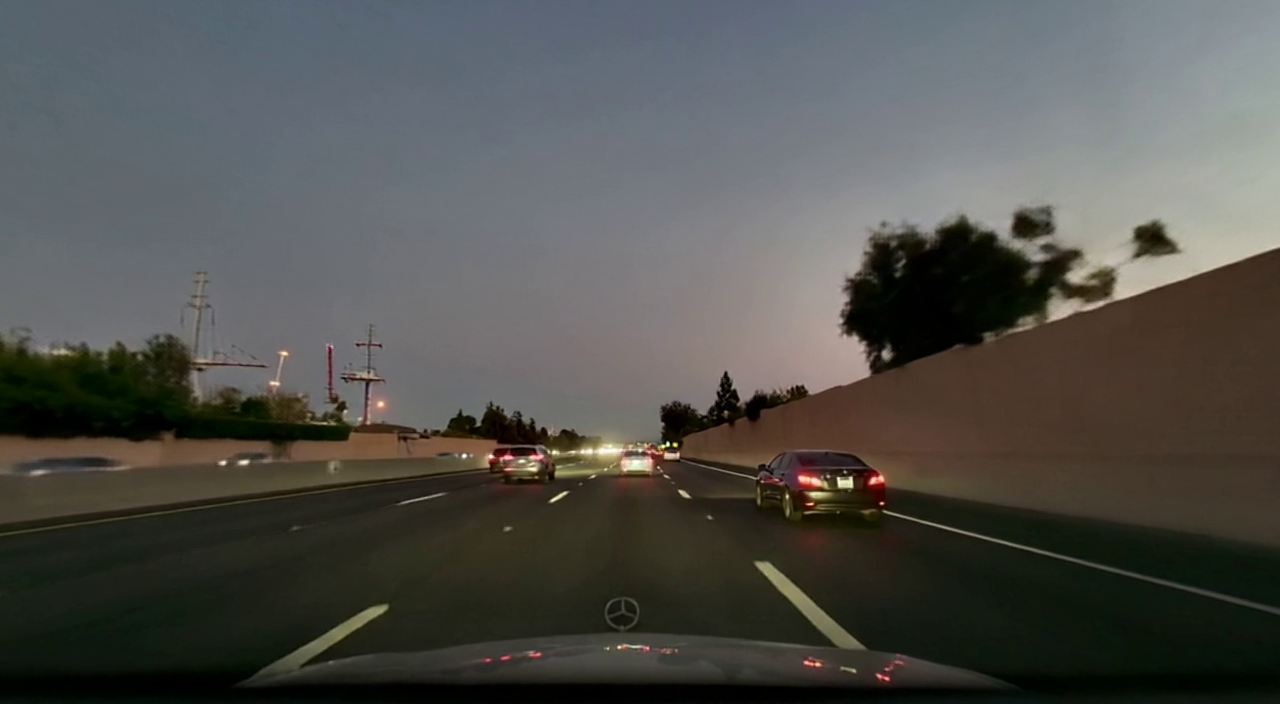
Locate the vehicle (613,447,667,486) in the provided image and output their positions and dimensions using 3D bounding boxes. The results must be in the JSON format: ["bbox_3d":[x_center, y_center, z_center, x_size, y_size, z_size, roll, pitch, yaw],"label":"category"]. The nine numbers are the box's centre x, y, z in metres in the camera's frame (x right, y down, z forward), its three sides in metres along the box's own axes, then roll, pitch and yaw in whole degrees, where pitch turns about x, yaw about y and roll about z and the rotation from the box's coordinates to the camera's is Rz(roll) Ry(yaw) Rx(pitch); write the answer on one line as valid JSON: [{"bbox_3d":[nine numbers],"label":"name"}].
[{"bbox_3d":[-0.020,4.597,25.690,2.045,1.452,4.040,0,-9,-1],"label":"vehicle"}]

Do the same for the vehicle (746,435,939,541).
[{"bbox_3d":[3.320,2.312,11.469,1.917,1.507,4.540,0,-9,-1],"label":"vehicle"}]

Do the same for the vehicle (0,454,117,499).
[{"bbox_3d":[-22.187,4.531,23.447,1.731,1.441,4.380,0,-9,0],"label":"vehicle"}]

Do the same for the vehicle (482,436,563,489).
[{"bbox_3d":[-4.243,4.080,23.640,2.121,1.775,4.335,0,-9,1],"label":"vehicle"}]
